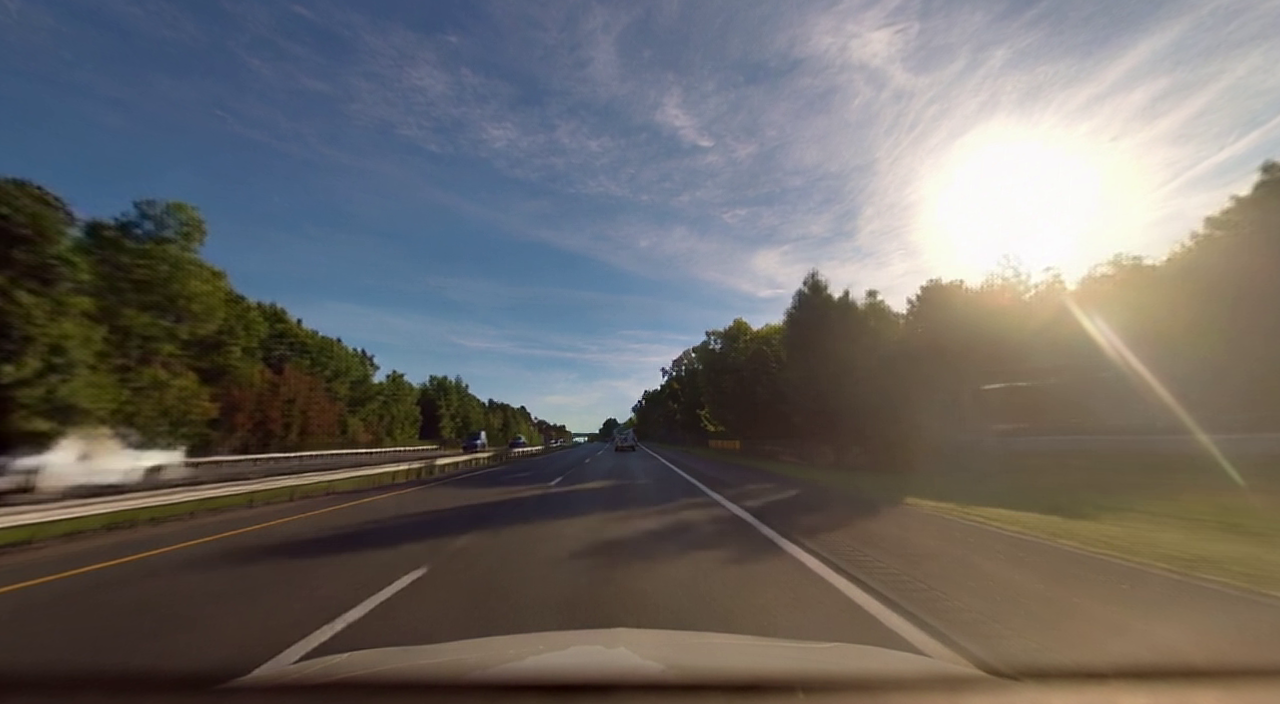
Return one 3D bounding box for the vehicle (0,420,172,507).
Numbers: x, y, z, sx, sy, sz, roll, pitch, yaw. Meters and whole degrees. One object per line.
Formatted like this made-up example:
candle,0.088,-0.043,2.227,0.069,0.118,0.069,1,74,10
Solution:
vehicle,-12.888,2.324,13.612,1.998,1.592,4.662,0,-8,-1
